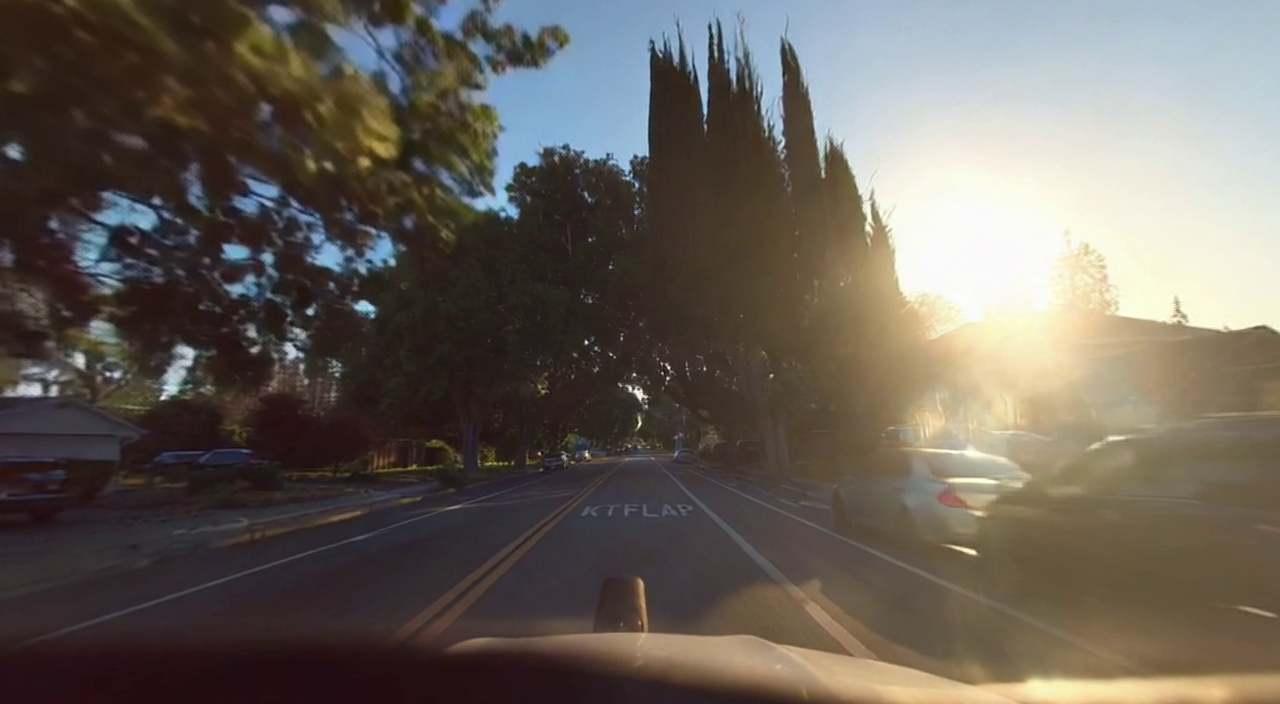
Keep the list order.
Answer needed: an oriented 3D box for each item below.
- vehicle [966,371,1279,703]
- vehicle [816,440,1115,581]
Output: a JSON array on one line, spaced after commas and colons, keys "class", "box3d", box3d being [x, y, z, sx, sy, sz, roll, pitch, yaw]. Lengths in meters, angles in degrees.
[{"class": "vehicle", "box3d": [4.187, 1.070, 3.608, 2.032, 1.792, 4.849, 0, -9, 0]}, {"class": "vehicle", "box3d": [4.217, 2.083, 9.210, 1.988, 1.537, 4.350, 0, -9, -1]}]
